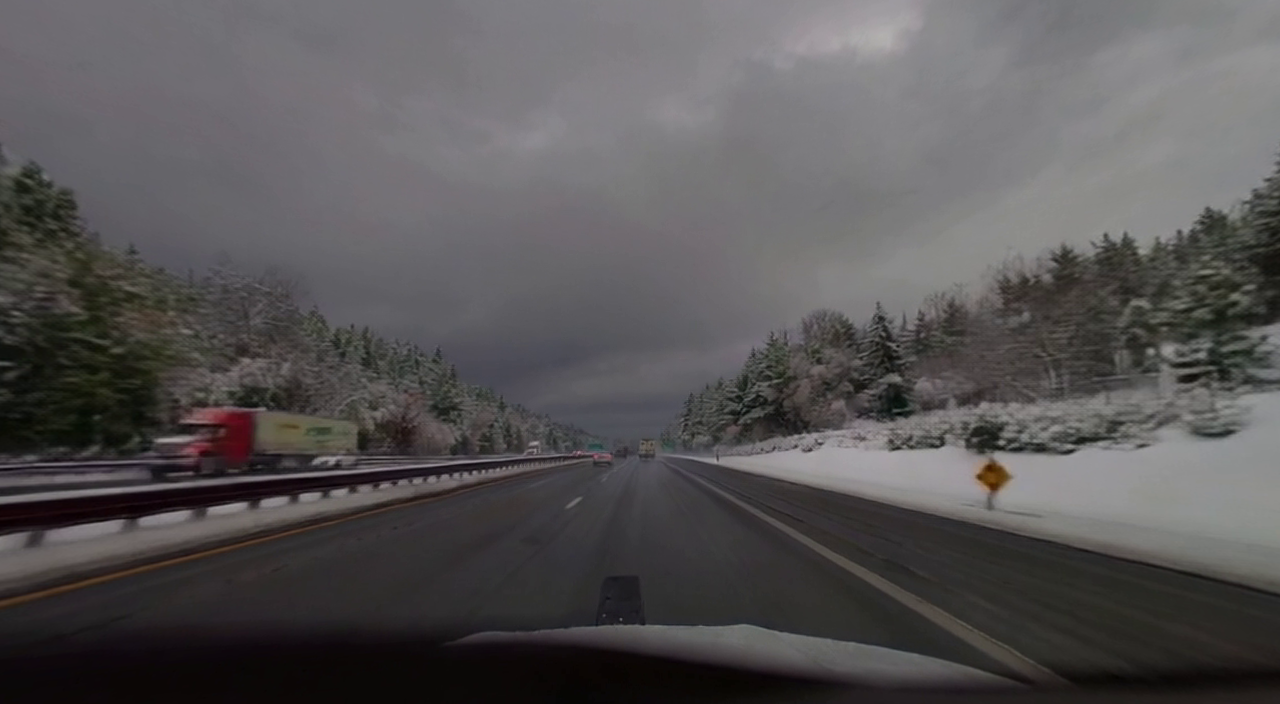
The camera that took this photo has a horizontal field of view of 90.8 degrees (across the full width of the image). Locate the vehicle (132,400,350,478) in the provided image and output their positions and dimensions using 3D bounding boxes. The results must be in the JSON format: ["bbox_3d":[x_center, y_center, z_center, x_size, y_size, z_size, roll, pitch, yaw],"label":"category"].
[{"bbox_3d":[-24.371,5.803,40.949,2.831,3.977,17.130,0,-9,1],"label":"vehicle"}]
